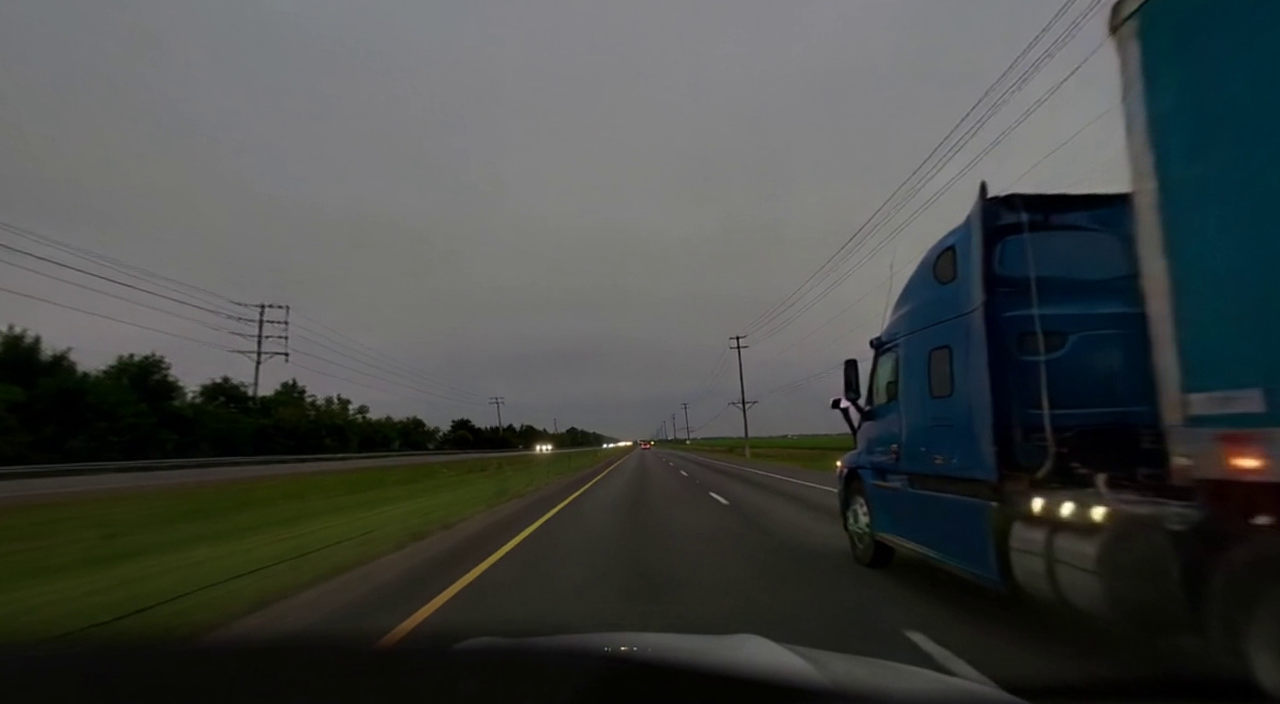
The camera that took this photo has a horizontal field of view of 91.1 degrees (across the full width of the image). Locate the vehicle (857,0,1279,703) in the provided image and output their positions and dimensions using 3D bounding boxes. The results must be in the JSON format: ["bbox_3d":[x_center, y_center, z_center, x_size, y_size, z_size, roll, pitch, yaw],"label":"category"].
[{"bbox_3d":[3.955,-0.116,2.510,3.031,3.879,8.478,0,-8,0],"label":"vehicle"}]
